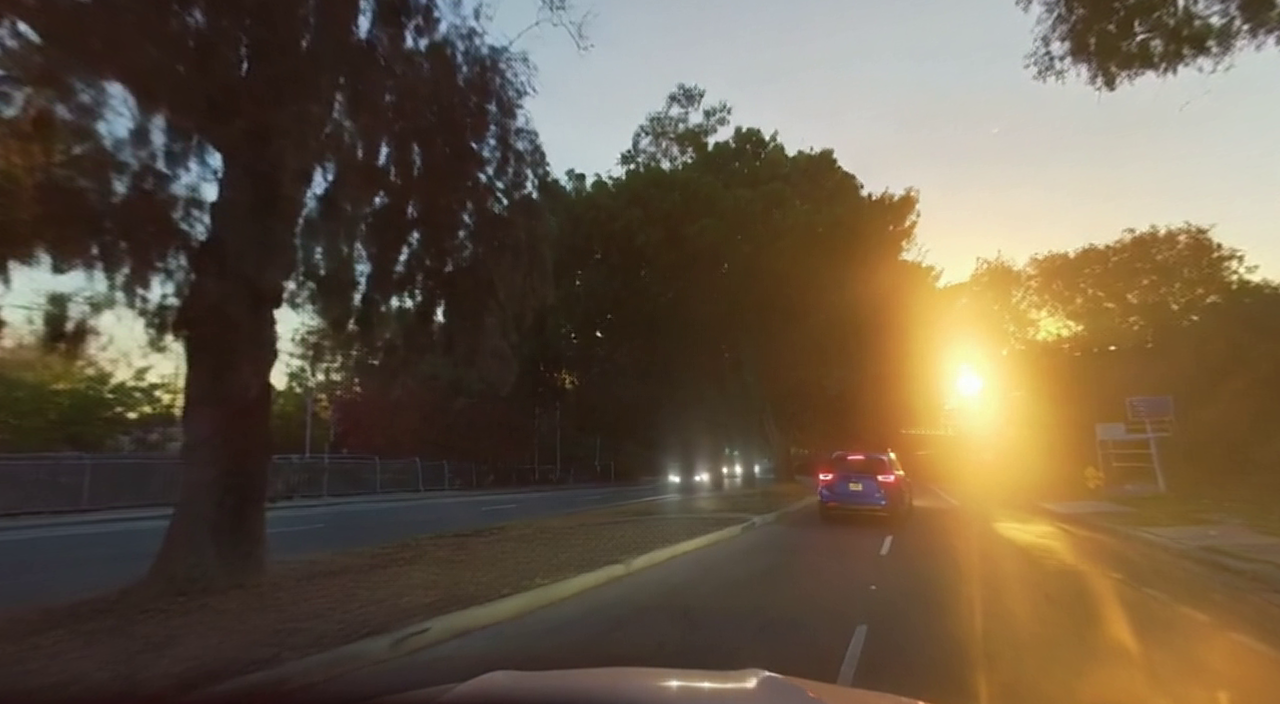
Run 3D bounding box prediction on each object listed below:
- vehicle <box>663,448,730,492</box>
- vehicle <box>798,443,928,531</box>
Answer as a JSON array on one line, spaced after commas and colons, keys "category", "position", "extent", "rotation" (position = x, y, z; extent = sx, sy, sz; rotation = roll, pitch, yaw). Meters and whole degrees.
[{"category": "vehicle", "position": [2.942, 5.794, 31.467], "extent": [2.150, 1.927, 5.209], "rotation": [-3, -9, 18]}, {"category": "vehicle", "position": [4.896, 2.726, 13.449], "extent": [2.148, 1.521, 4.089], "rotation": [-4, -9, 25]}]
